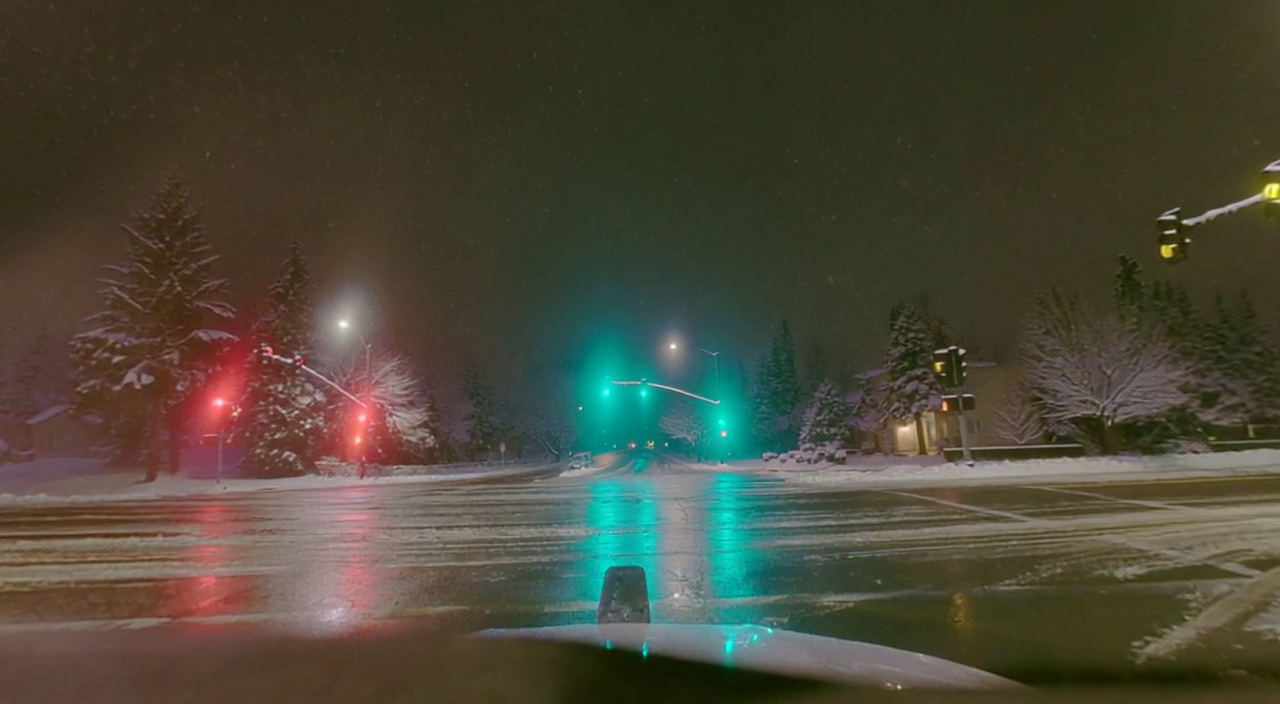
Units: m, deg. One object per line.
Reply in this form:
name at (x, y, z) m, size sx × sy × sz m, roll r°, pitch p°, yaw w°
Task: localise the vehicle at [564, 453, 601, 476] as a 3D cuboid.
vehicle at (-4.467, 8.844, 49.854) m, size 2.030 × 1.704 × 4.205 m, roll -1°, pitch -8°, yaw 7°
